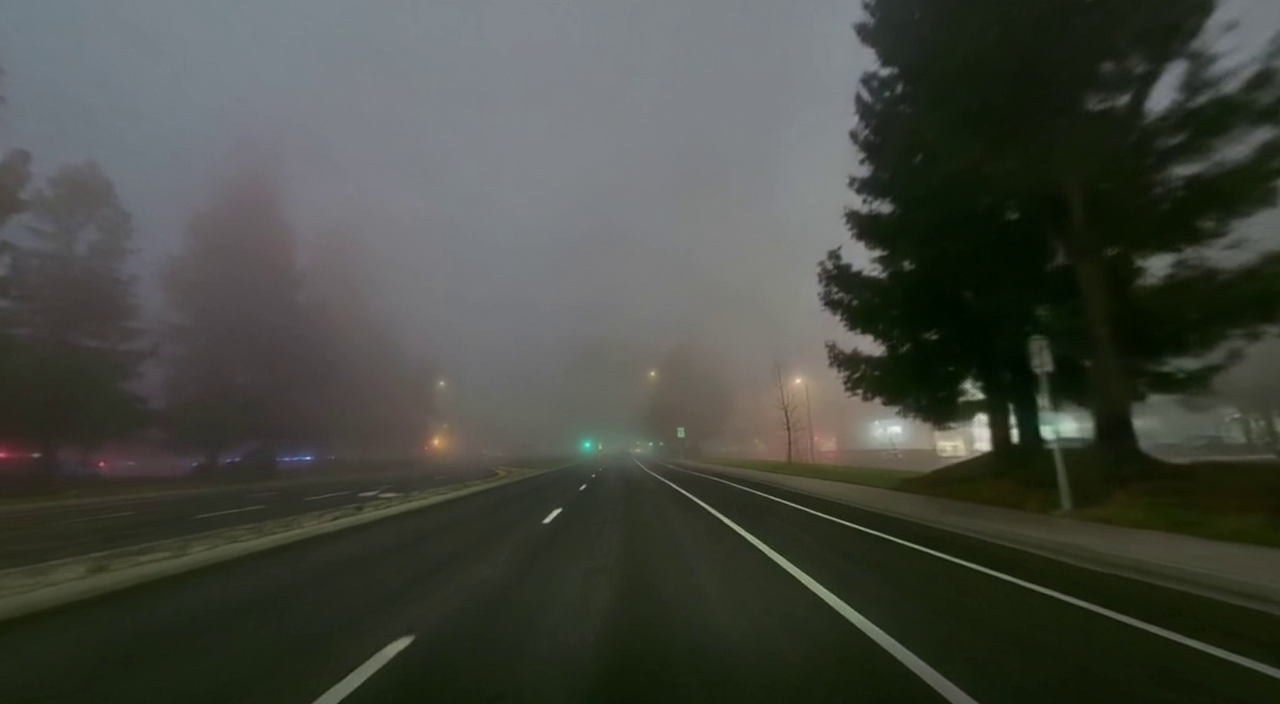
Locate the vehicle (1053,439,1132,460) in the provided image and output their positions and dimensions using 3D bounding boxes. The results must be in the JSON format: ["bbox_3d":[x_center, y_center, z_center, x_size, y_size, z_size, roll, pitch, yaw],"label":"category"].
[{"bbox_3d":[32.688,7.023,45.677,4.210,1.450,1.885,0,-8,0],"label":"vehicle"}]
